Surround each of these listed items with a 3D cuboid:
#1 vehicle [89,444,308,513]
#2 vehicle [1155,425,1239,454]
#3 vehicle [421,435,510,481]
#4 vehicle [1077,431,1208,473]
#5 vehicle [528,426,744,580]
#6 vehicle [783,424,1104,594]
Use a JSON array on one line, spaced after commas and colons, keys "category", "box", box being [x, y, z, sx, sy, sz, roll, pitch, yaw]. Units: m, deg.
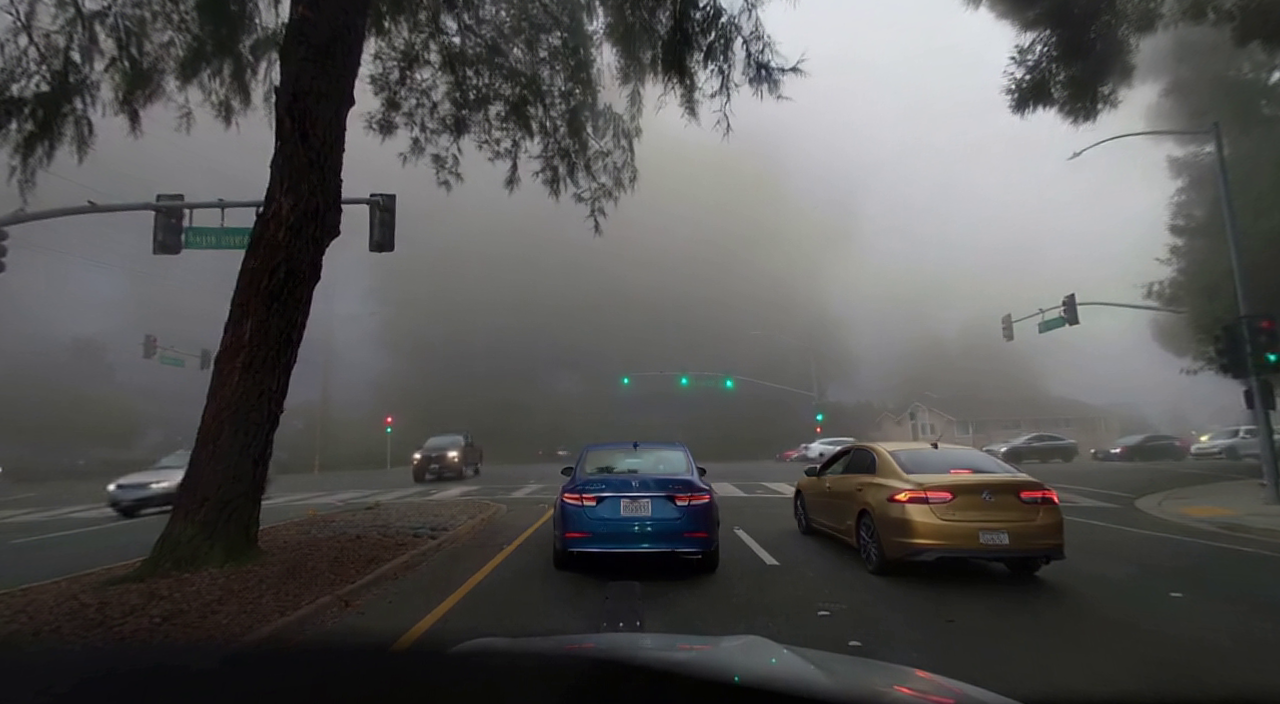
[{"category": "vehicle", "box": [-11.423, 3.265, 16.973, 2.102, 1.531, 5.072, -1, -9, 2]}, {"category": "vehicle", "box": [41.703, 6.580, 47.336, 4.388, 2.079, 1.960, 0, -8, -3]}, {"category": "vehicle", "box": [-7.441, 4.580, 27.608, 2.383, 1.779, 4.973, 0, -8, 1]}, {"category": "vehicle", "box": [23.988, 4.774, 30.286, 4.520, 1.762, 2.005, -1, -8, -1]}, {"category": "vehicle", "box": [-0.054, 1.779, 8.262, 2.103, 1.478, 4.073, 0, -8, -1]}, {"category": "vehicle", "box": [3.187, 1.714, 7.764, 1.913, 1.505, 4.097, 0, -8, 0]}]
